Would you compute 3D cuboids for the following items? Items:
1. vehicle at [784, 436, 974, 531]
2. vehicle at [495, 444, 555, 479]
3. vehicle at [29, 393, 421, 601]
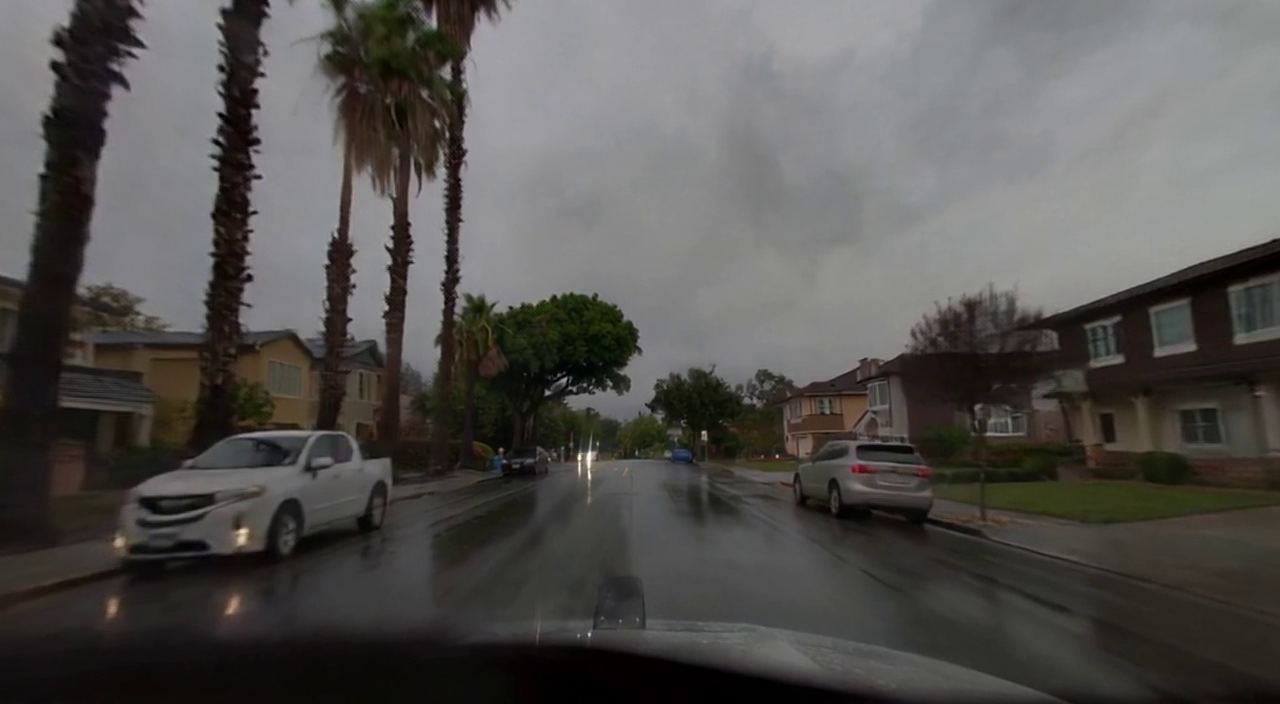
[{"bbox_3d":[4.504,2.533,12.822,1.991,1.554,4.501,0,-9,-2],"label":"vehicle"},{"bbox_3d":[-5.507,5.306,30.951,2.079,1.486,4.877,-3,-8,-1],"label":"vehicle"},{"bbox_3d":[-4.835,1.760,8.634,2.149,1.877,5.082,-2,-9,-3],"label":"vehicle"}]
